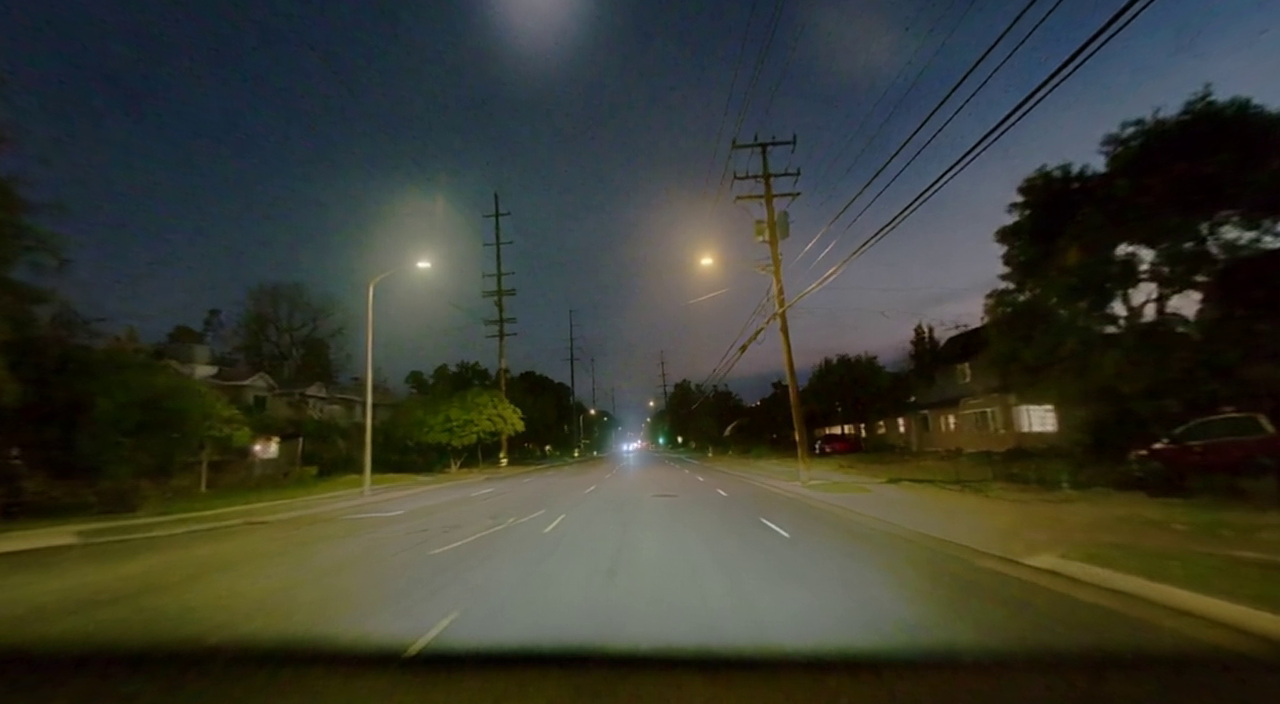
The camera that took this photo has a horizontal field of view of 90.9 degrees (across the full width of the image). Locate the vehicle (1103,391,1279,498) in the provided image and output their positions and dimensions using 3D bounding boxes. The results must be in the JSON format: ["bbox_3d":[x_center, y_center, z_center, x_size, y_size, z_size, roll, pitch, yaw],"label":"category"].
[{"bbox_3d":[11.405,1.623,11.577,1.965,1.680,5.338,-8,-10,4],"label":"vehicle"}]

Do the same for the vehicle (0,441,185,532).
[{"bbox_3d":[-14.202,3.064,15.087,5.038,1.774,2.764,-2,-7,17],"label":"vehicle"}]

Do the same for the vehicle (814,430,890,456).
[{"bbox_3d":[14.720,6.340,43.897,4.512,1.701,2.017,0,-9,-1],"label":"vehicle"}]
